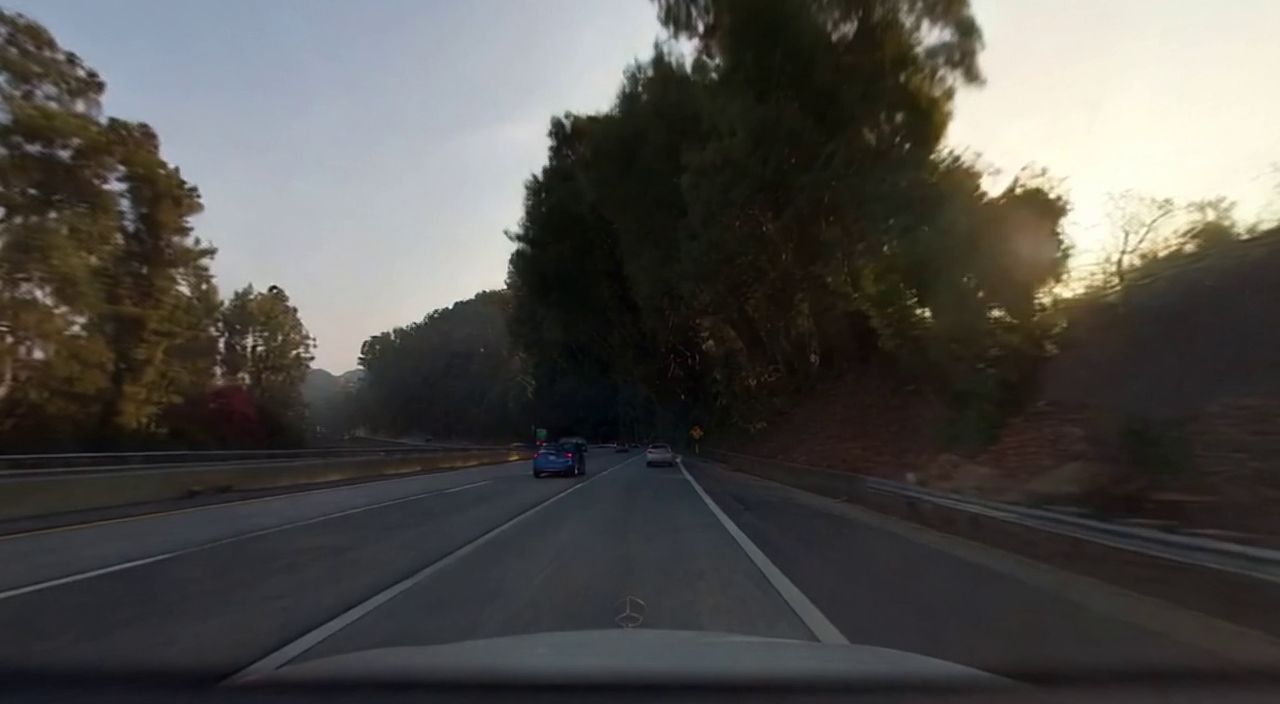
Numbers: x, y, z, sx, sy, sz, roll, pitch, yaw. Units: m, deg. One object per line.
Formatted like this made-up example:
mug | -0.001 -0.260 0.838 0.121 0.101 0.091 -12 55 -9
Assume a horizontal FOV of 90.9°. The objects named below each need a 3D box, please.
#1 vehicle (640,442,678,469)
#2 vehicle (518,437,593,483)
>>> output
vehicle | 1.160 5.935 36.430 2.113 1.464 4.073 0 -8 3
vehicle | -3.007 3.972 23.553 2.024 1.531 4.431 0 -8 2
